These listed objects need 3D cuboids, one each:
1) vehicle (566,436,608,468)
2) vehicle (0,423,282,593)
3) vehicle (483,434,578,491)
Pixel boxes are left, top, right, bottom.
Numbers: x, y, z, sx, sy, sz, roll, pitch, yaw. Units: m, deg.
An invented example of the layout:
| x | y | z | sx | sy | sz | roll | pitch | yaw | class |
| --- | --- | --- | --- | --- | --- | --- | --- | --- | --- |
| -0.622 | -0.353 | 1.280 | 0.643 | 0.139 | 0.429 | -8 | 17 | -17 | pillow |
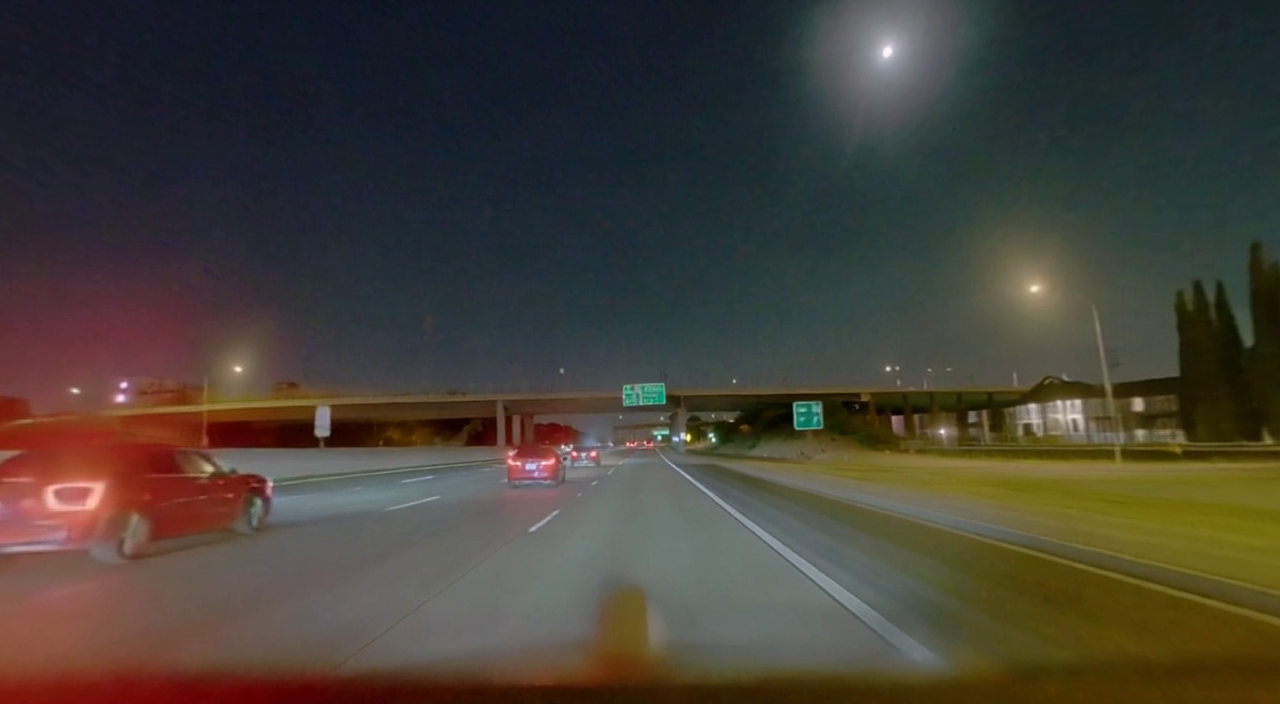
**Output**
| x | y | z | sx | sy | sz | roll | pitch | yaw | class |
| --- | --- | --- | --- | --- | --- | --- | --- | --- | --- |
| -3.172 | 6.112 | 38.562 | 2.080 | 1.811 | 4.644 | 0 | -8 | 1 | vehicle |
| -6.905 | 1.737 | 7.798 | 2.069 | 1.551 | 4.830 | 0 | -8 | 1 | vehicle |
| -3.420 | 3.564 | 20.714 | 2.210 | 1.628 | 4.586 | 0 | -8 | 1 | vehicle |
